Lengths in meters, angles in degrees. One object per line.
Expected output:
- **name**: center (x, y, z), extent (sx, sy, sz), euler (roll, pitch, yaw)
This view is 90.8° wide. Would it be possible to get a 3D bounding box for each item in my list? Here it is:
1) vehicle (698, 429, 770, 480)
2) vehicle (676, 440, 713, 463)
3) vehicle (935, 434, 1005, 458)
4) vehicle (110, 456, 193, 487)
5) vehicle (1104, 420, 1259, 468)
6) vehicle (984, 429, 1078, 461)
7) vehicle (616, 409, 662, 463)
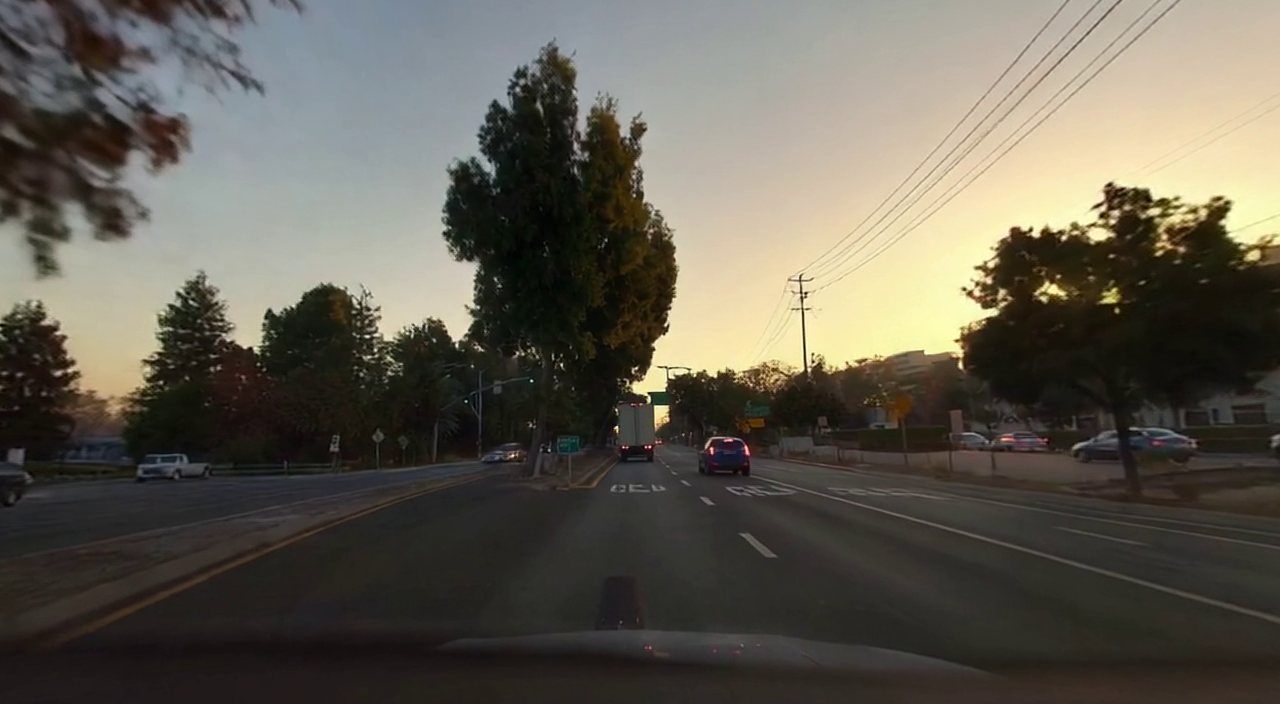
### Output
- **vehicle**: center (3.615, 4.061, 25.284), extent (2.086, 1.803, 4.607), euler (0, -8, -1)
- **vehicle**: center (3.708, 6.924, 43.942), extent (2.146, 1.474, 4.564), euler (0, -8, 0)
- **vehicle**: center (20.747, 5.952, 39.949), extent (1.887, 1.448, 4.723), euler (0, -8, 0)
- **vehicle**: center (-31.246, 7.615, 40.629), extent (2.099, 1.801, 4.957), euler (1, -9, -11)
- **vehicle**: center (20.834, 3.582, 24.630), extent (1.917, 1.682, 4.575), euler (0, -8, -1)
- **vehicle**: center (20.564, 4.921, 33.469), extent (2.010, 1.567, 4.519), euler (0, -8, -1)
- **vehicle**: center (-0.044, 5.862, 43.605), extent (2.889, 3.347, 8.285), euler (0, -8, 0)
